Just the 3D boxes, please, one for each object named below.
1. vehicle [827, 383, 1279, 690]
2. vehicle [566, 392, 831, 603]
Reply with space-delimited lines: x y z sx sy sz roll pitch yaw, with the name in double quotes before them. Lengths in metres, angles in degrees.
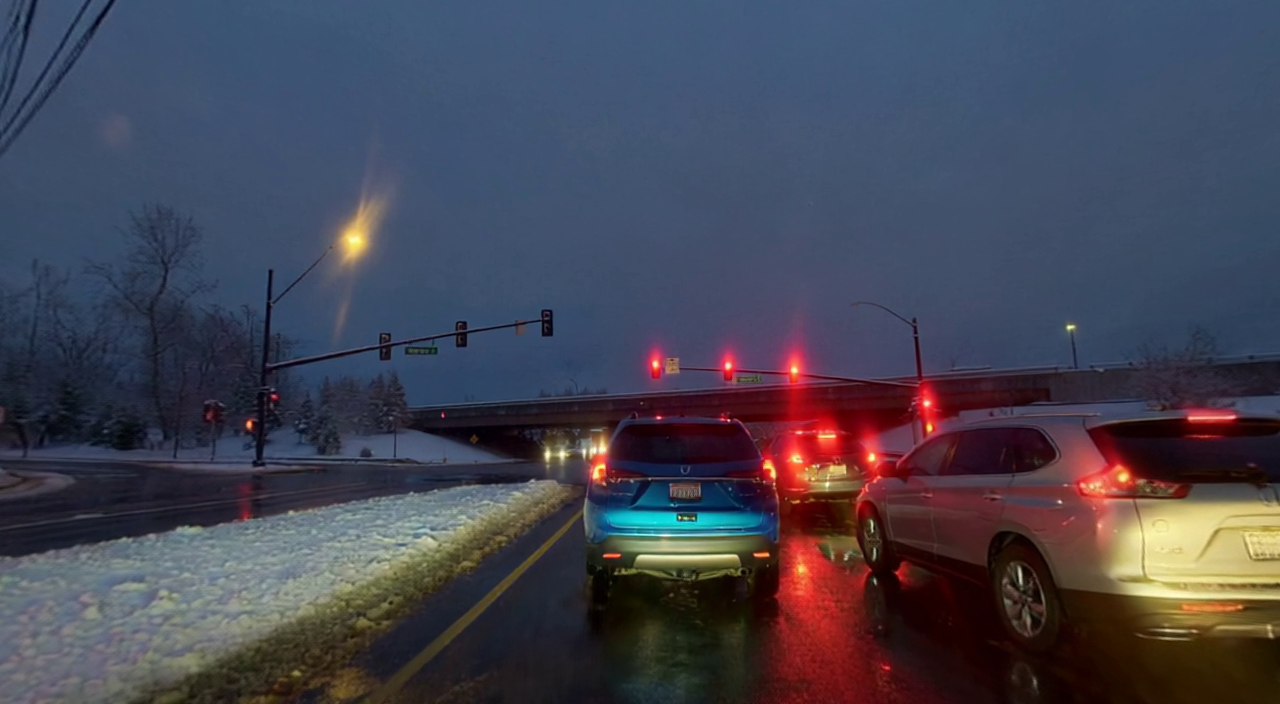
"vehicle" 3.413 1.335 5.795 1.990 1.649 4.625 0 -8 0
"vehicle" 0.450 1.553 7.600 2.240 1.778 4.335 0 -8 -1
